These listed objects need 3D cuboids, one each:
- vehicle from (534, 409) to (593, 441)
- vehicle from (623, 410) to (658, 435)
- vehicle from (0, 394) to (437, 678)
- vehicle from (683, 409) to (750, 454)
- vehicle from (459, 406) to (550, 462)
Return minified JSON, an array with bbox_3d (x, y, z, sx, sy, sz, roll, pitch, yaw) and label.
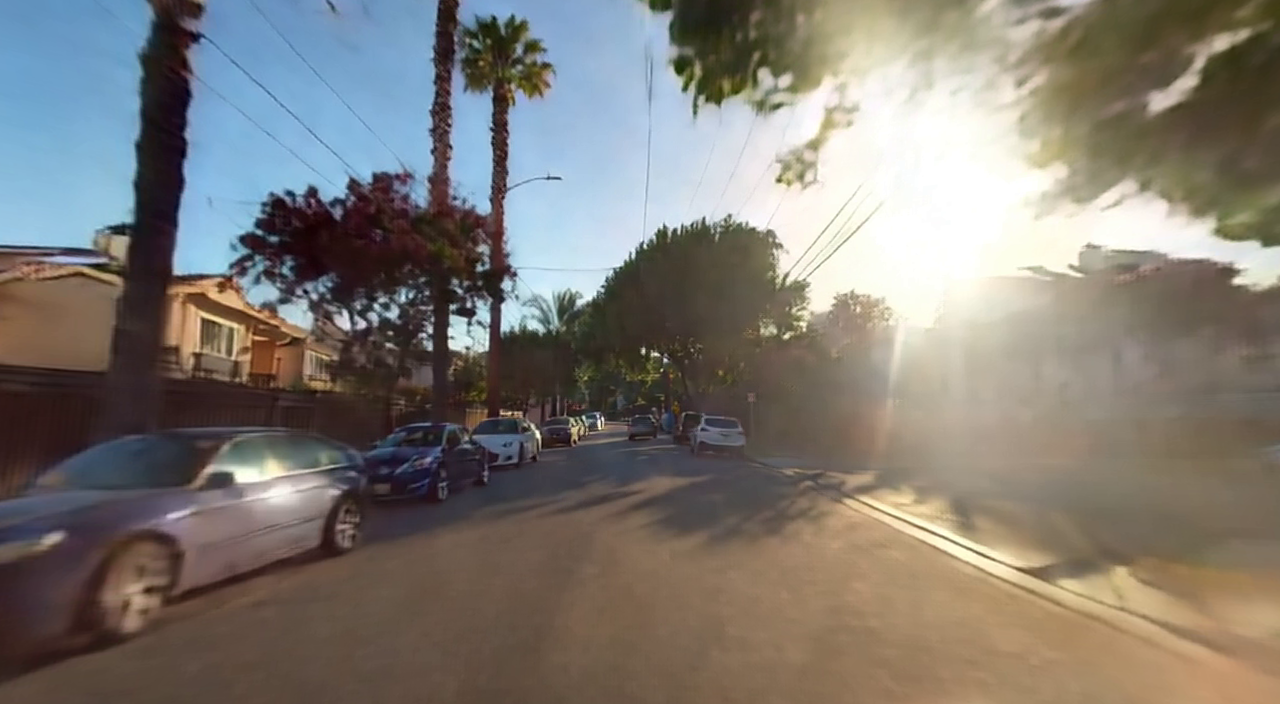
[{"bbox_3d":[-3.909,3.913,33.227,2.130,1.543,5.386,-1,-8,3],"label":"vehicle"},{"bbox_3d":[0.024,4.602,40.681,2.081,1.483,4.599,0,-8,0],"label":"vehicle"},{"bbox_3d":[-4.101,1.379,6.273,2.157,1.487,5.718,-1,-8,2],"label":"vehicle"},{"bbox_3d":[2.953,3.238,25.418,2.060,1.614,4.652,0,-8,-1],"label":"vehicle"},{"bbox_3d":[-4.137,2.646,20.200,1.769,1.551,5.040,0,-8,0],"label":"vehicle"}]
